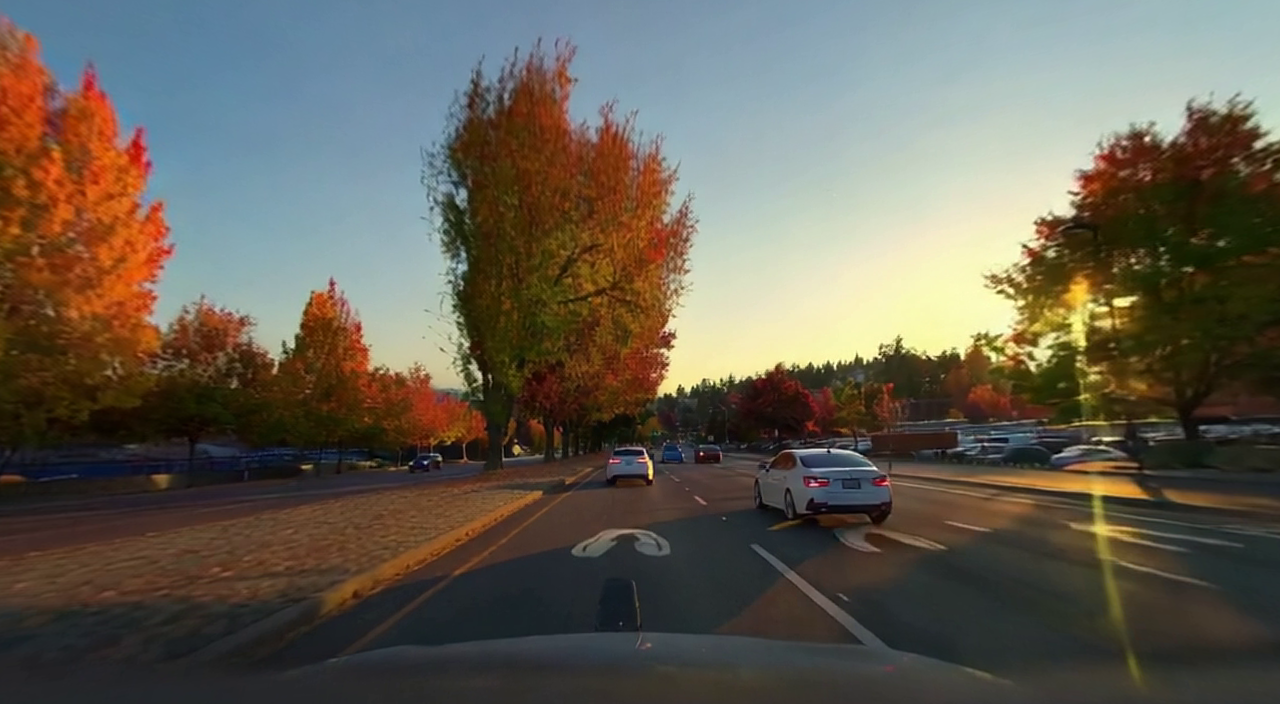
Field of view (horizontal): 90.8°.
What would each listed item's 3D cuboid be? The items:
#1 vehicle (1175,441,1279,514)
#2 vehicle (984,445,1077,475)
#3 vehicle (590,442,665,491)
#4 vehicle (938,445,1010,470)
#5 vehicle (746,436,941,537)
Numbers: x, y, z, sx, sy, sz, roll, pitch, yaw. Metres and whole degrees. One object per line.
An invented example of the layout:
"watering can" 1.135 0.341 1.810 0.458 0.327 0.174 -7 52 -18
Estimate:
"vehicle" 14.502 2.629 13.166 2.049 1.521 5.277 0 -9 0
"vehicle" 20.788 5.745 33.937 1.890 1.445 4.805 0 -9 -1
"vehicle" -0.391 3.845 21.522 2.289 1.471 4.477 0 -9 -1
"vehicle" 20.787 6.571 39.577 1.890 1.455 4.592 1 -9 -2
"vehicle" 3.405 2.337 11.640 2.094 1.480 4.323 0 -9 -1
